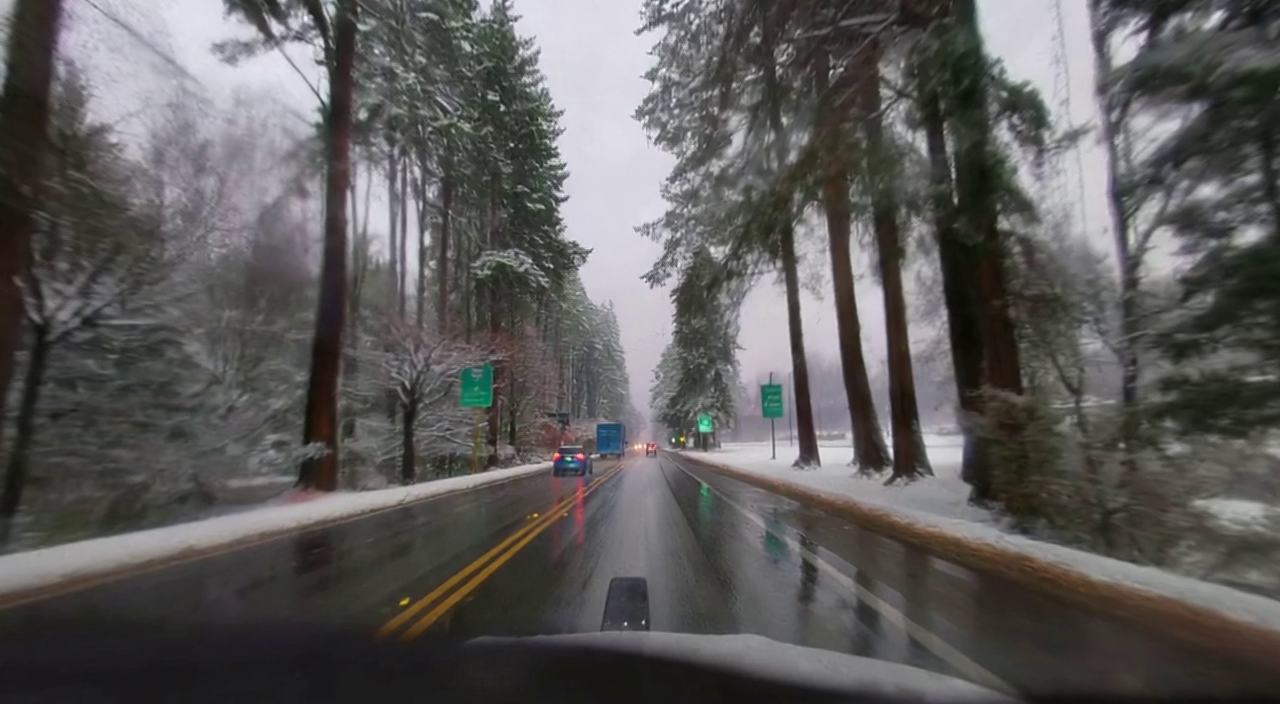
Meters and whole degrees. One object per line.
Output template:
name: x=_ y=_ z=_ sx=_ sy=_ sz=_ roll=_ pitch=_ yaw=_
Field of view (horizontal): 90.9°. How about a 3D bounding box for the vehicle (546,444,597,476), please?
vehicle: x=-3.329 y=5.362 z=31.490 sx=2.005 sy=1.462 sz=4.345 roll=0 pitch=-8 yaw=1
